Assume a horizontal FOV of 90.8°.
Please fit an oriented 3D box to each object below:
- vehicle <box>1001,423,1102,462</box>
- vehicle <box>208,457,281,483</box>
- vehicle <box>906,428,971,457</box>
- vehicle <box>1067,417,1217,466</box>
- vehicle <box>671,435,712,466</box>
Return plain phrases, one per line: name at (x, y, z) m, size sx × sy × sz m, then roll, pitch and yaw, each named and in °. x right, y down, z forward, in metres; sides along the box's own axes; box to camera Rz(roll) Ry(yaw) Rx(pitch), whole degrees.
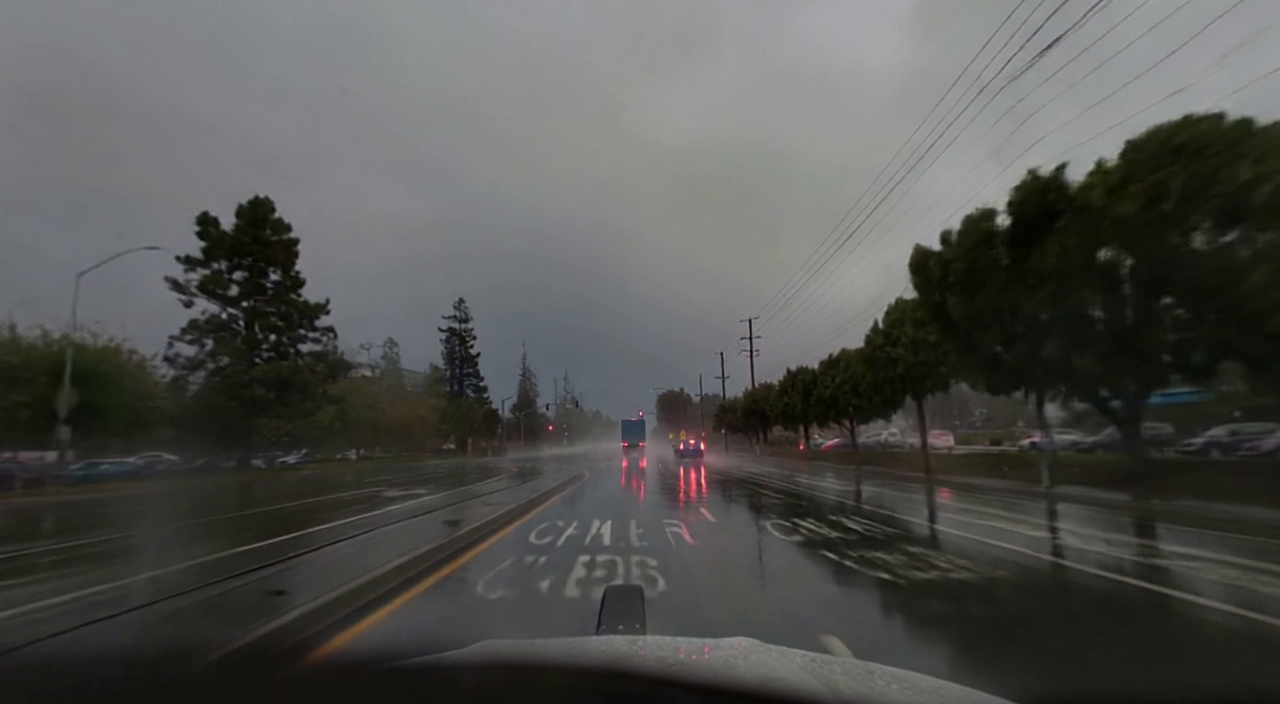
vehicle at (20.118, 4.481, 31.145) m, size 1.939 × 1.753 × 4.469 m, roll 0°, pitch -8°, yaw 0°
vehicle at (-26.253, 7.823, 42.108) m, size 1.883 × 1.482 × 4.779 m, roll 0°, pitch -8°, yaw -2°
vehicle at (20.396, 6.241, 43.444) m, size 1.993 × 1.854 × 5.008 m, roll 0°, pitch -8°, yaw -1°
vehicle at (20.096, 3.642, 25.658) m, size 1.941 × 1.784 × 4.967 m, roll 0°, pitch -8°, yaw -1°
vehicle at (3.111, 6.079, 39.152) m, size 2.086 × 1.803 × 4.607 m, roll 0°, pitch -8°, yaw -1°
